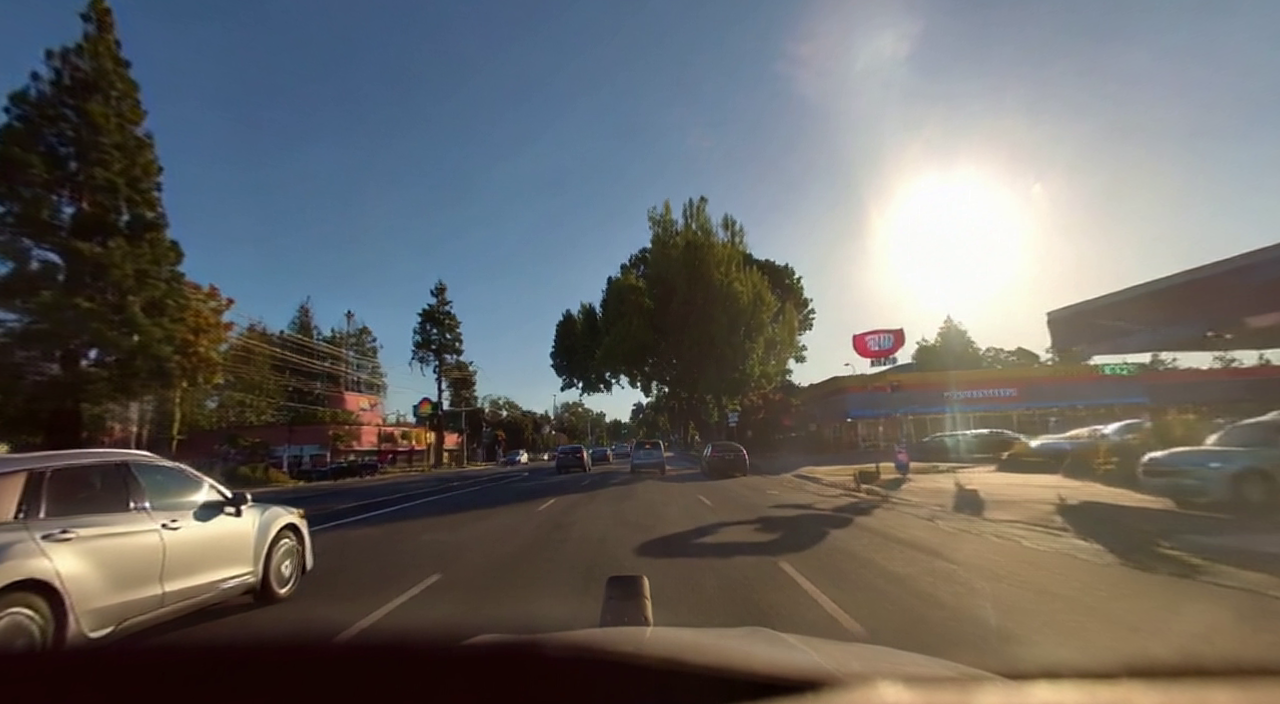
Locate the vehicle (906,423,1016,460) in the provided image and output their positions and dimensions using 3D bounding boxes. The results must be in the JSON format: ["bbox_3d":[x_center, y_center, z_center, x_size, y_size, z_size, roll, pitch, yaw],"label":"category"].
[{"bbox_3d":[16.883,4.790,33.430,1.945,1.690,4.833,0,-9,-27],"label":"vehicle"}]

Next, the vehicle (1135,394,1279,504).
[{"bbox_3d":[11.431,1.575,10.333,4.808,1.712,2.061,-5,-10,29],"label":"vehicle"}]

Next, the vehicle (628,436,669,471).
[{"bbox_3d":[0.457,5.841,36.293,2.193,1.873,4.033,0,-8,0],"label":"vehicle"}]

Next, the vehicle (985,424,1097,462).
[{"bbox_3d":[16.448,3.756,26.106,1.891,1.440,4.045,0,-8,-1],"label":"vehicle"}]

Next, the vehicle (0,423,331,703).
[{"bbox_3d":[-4.022,1.227,3.940,1.908,1.481,4.351,0,-8,1],"label":"vehicle"}]

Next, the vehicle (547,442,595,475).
[{"bbox_3d":[-3.636,5.709,33.958,2.026,1.665,4.193,0,-8,1],"label":"vehicle"}]

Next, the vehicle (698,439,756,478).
[{"bbox_3d":[3.694,4.590,27.397,1.922,1.579,3.642,0,-8,-1],"label":"vehicle"}]
